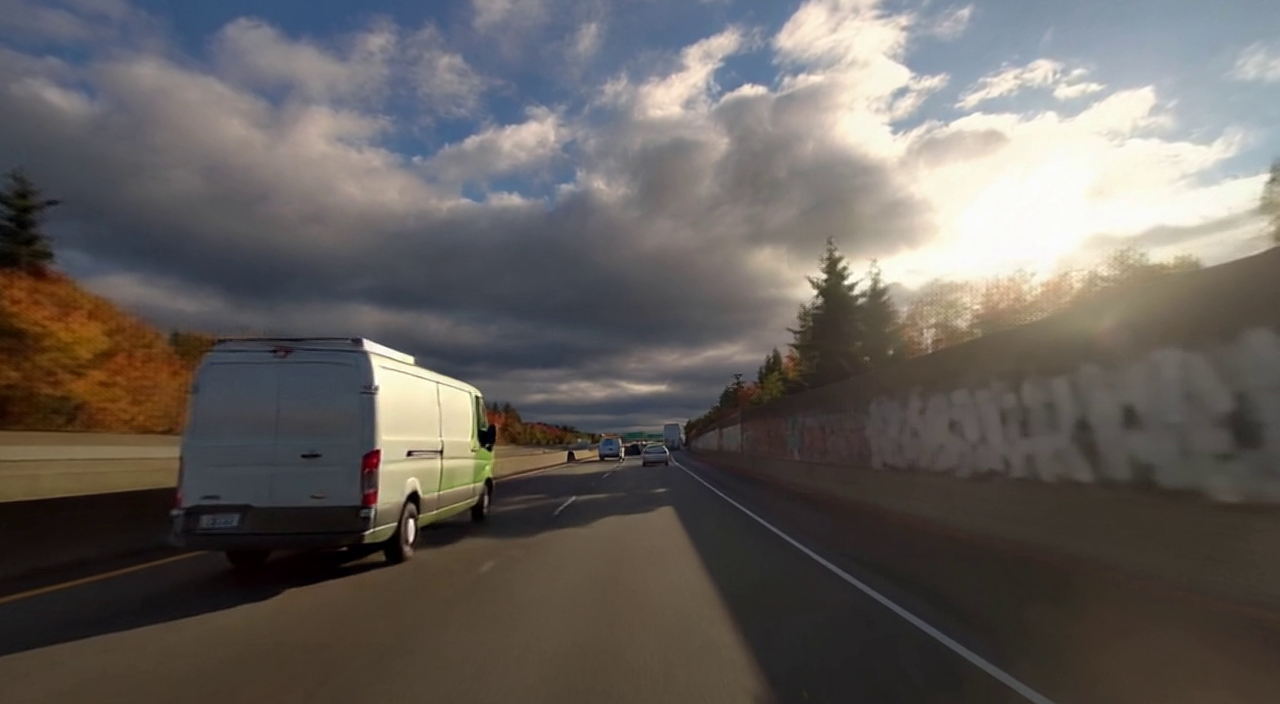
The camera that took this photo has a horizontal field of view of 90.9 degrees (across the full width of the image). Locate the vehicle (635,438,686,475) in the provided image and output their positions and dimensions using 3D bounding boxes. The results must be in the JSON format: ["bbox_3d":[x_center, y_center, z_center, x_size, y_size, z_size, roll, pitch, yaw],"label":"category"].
[{"bbox_3d":[0.864,4.513,27.424,2.071,1.487,3.948,0,-8,1],"label":"vehicle"}]

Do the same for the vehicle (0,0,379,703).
[{"bbox_3d":[-3.471,0.159,2.867,2.334,2.769,5.087,0,-8,-1],"label":"vehicle"}]
